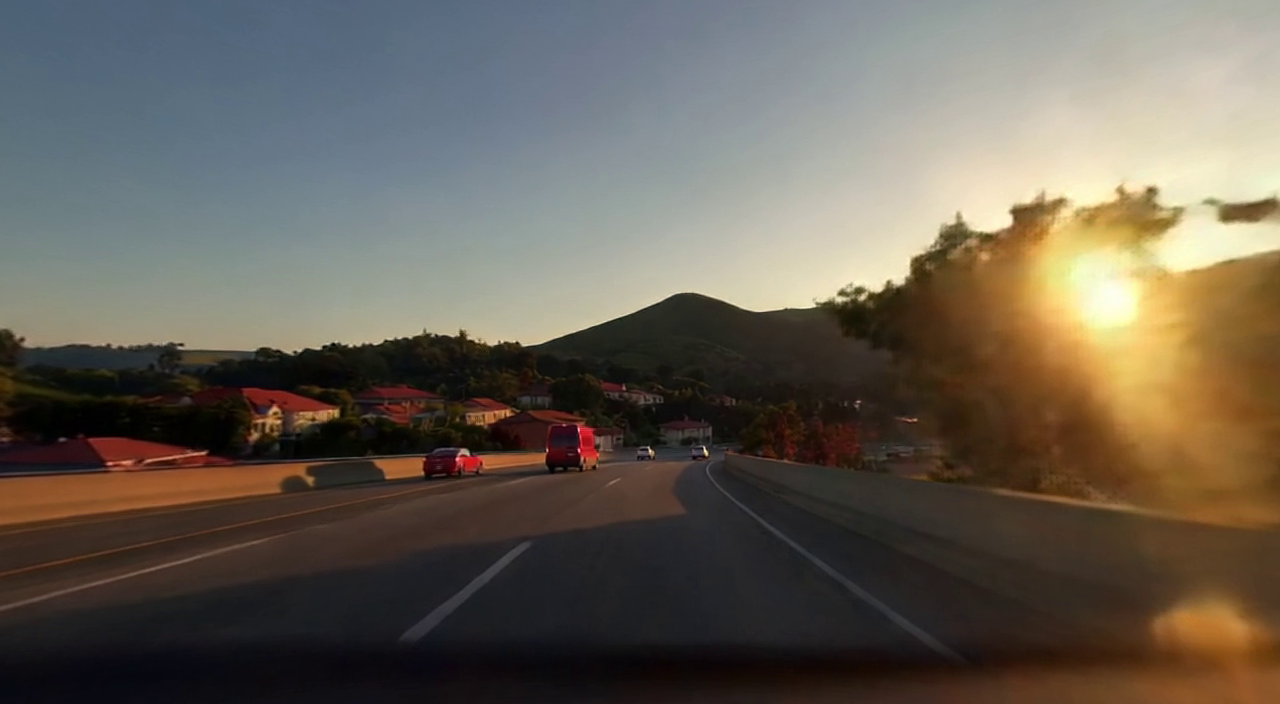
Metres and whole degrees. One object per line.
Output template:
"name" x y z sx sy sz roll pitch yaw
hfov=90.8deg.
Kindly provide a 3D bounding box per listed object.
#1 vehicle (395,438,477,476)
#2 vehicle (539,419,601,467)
"vehicle" -8.917 4.617 28.061 1.821 1.524 4.342 -1 -8 5
"vehicle" -4.115 5.584 38.702 2.314 2.703 6.441 -1 -8 7
